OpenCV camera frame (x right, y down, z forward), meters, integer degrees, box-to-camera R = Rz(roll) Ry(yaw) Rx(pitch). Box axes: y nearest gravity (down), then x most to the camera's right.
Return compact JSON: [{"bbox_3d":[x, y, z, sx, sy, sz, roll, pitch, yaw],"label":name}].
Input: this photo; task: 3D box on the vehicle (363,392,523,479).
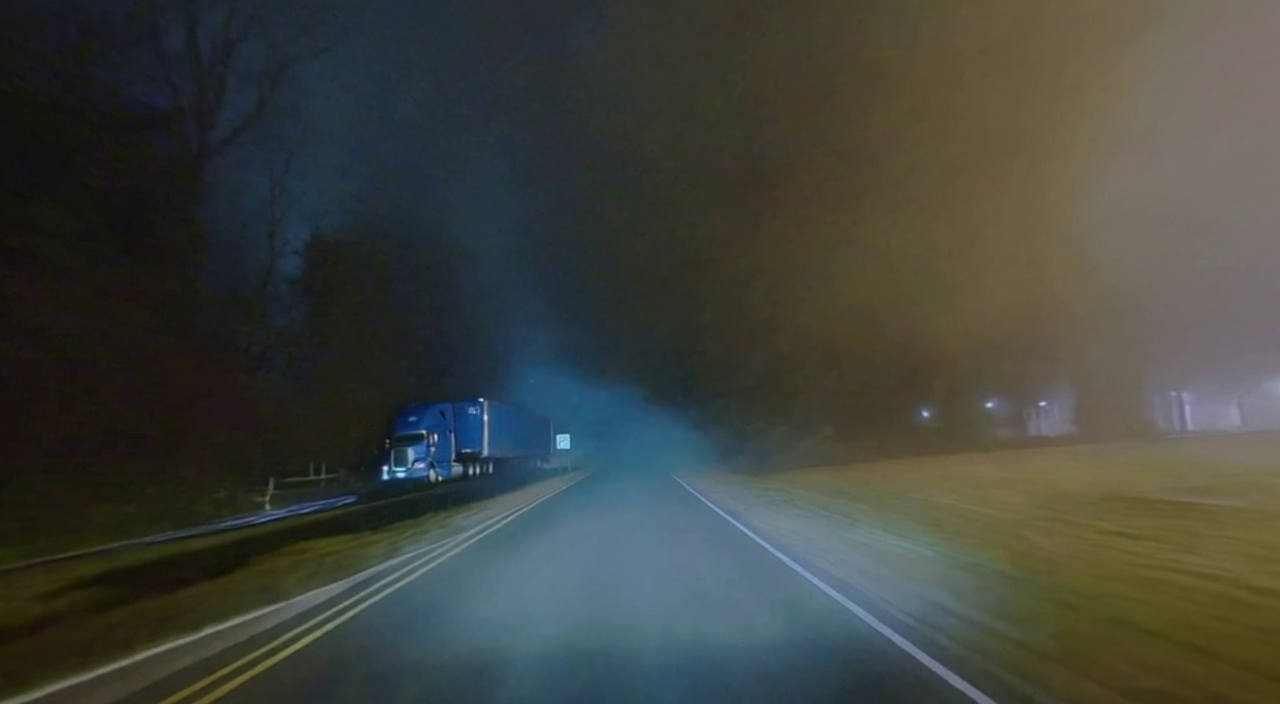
[{"bbox_3d":[-9.637,4.588,32.637,5.596,3.130,8.972,-4,-13,-2],"label":"vehicle"}]
